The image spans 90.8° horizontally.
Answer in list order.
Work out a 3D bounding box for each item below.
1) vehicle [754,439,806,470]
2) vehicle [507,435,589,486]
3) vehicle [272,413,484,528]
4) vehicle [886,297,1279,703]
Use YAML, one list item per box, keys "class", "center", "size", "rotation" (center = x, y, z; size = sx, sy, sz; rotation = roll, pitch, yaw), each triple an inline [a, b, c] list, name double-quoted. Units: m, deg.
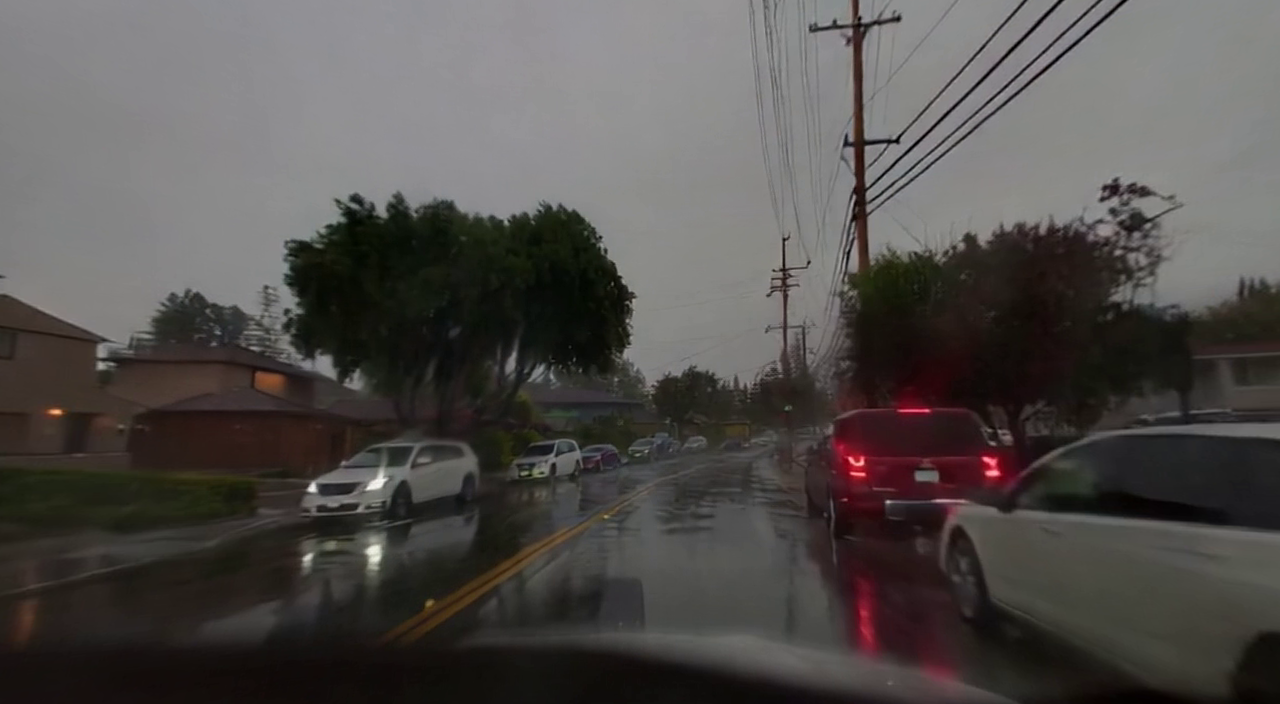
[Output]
- class: "vehicle"
  center: [7.120, 5.270, 32.638]
  size: [2.108, 1.493, 4.878]
  rotation: [-1, -9, 7]
- class: "vehicle"
  center: [-3.813, 4.621, 27.213]
  size: [2.192, 1.873, 4.985]
  rotation: [-4, -9, 7]
- class: "vehicle"
  center: [-5.675, 2.743, 14.754]
  size: [2.353, 2.037, 5.358]
  rotation: [-4, -11, 4]
- class: "vehicle"
  center: [3.230, 0.964, 3.549]
  size: [2.032, 1.810, 5.047]
  rotation: [-1, -9, 5]
